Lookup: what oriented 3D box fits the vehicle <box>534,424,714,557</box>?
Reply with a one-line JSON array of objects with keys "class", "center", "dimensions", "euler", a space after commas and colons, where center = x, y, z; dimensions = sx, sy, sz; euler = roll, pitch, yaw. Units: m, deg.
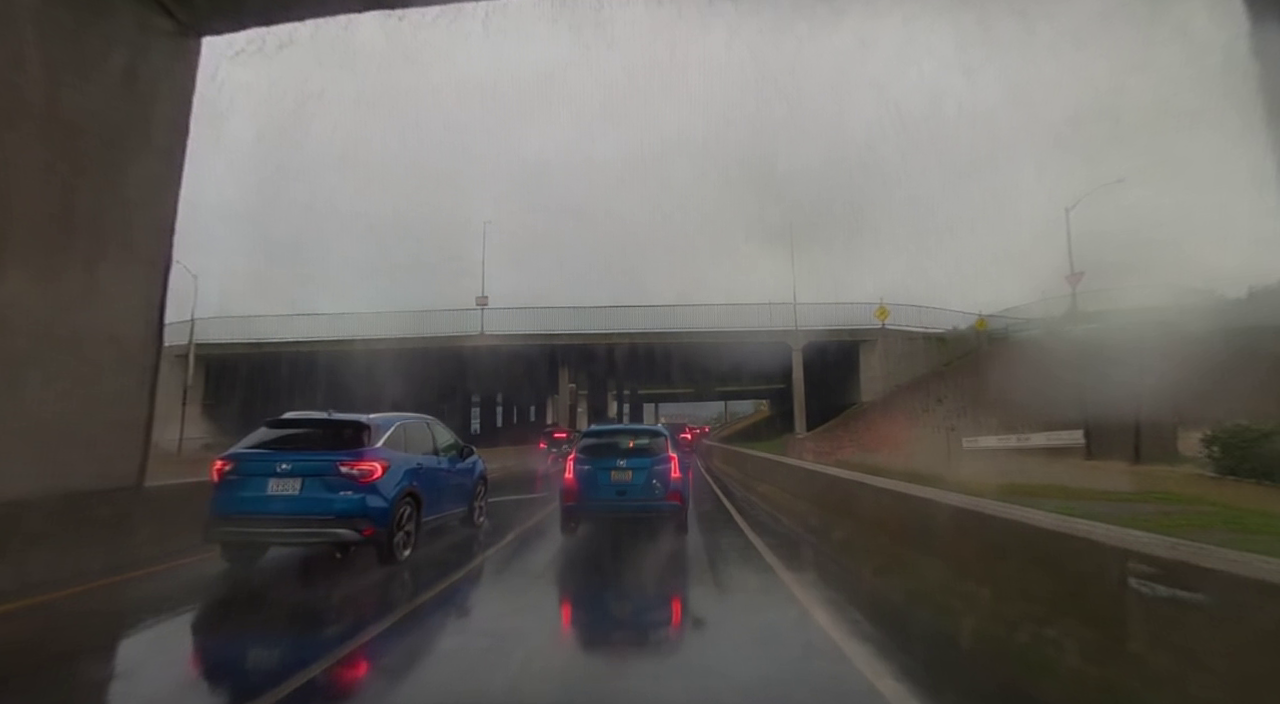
[{"class": "vehicle", "center": [-0.096, 1.863, 9.205], "dimensions": [2.020, 1.478, 4.092], "euler": [-1, -8, 3]}]

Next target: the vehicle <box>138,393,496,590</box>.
[{"class": "vehicle", "center": [-3.454, 1.595, 8.041], "dimensions": [2.017, 1.761, 4.572], "euler": [0, -8, 2]}]
